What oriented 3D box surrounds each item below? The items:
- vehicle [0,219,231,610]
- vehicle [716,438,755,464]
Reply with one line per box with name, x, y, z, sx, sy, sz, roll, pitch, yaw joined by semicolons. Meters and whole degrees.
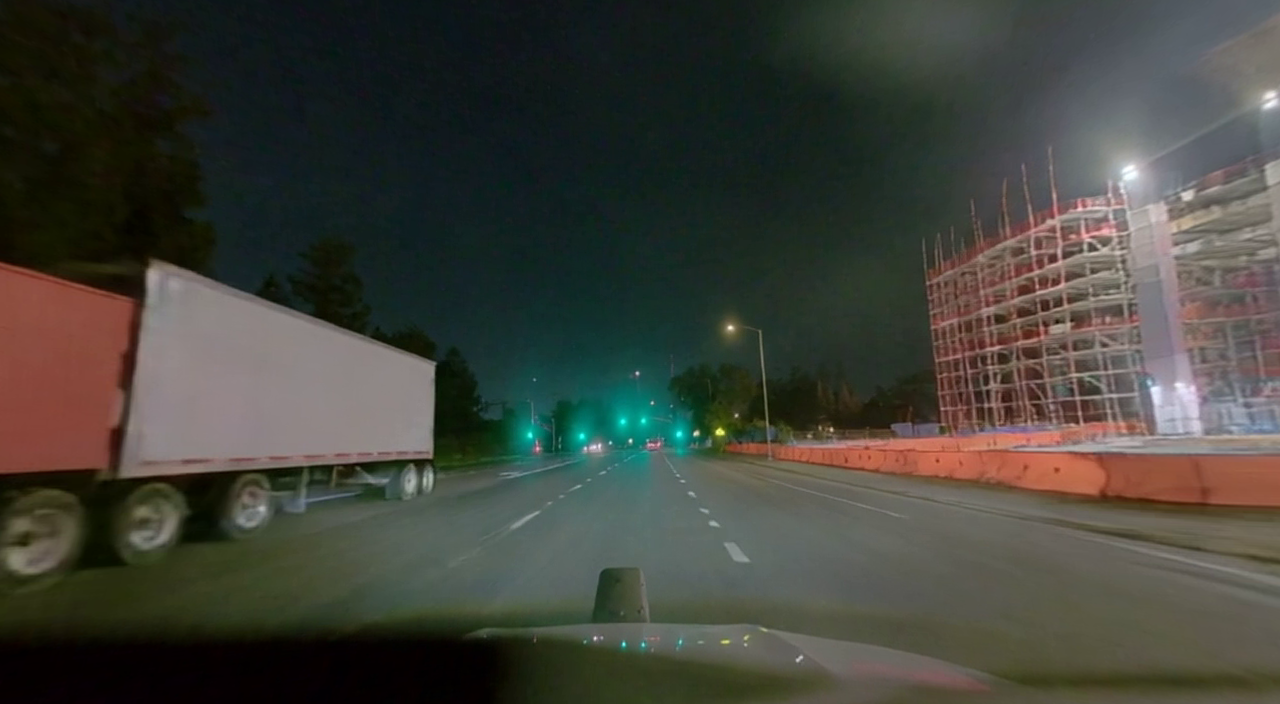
vehicle;-7.412;0.290;3.829;3.032;3.524;9.640;0;-8;2
vehicle;7.123;7.454;47.427;2.169;1.880;4.849;0;-8;0
